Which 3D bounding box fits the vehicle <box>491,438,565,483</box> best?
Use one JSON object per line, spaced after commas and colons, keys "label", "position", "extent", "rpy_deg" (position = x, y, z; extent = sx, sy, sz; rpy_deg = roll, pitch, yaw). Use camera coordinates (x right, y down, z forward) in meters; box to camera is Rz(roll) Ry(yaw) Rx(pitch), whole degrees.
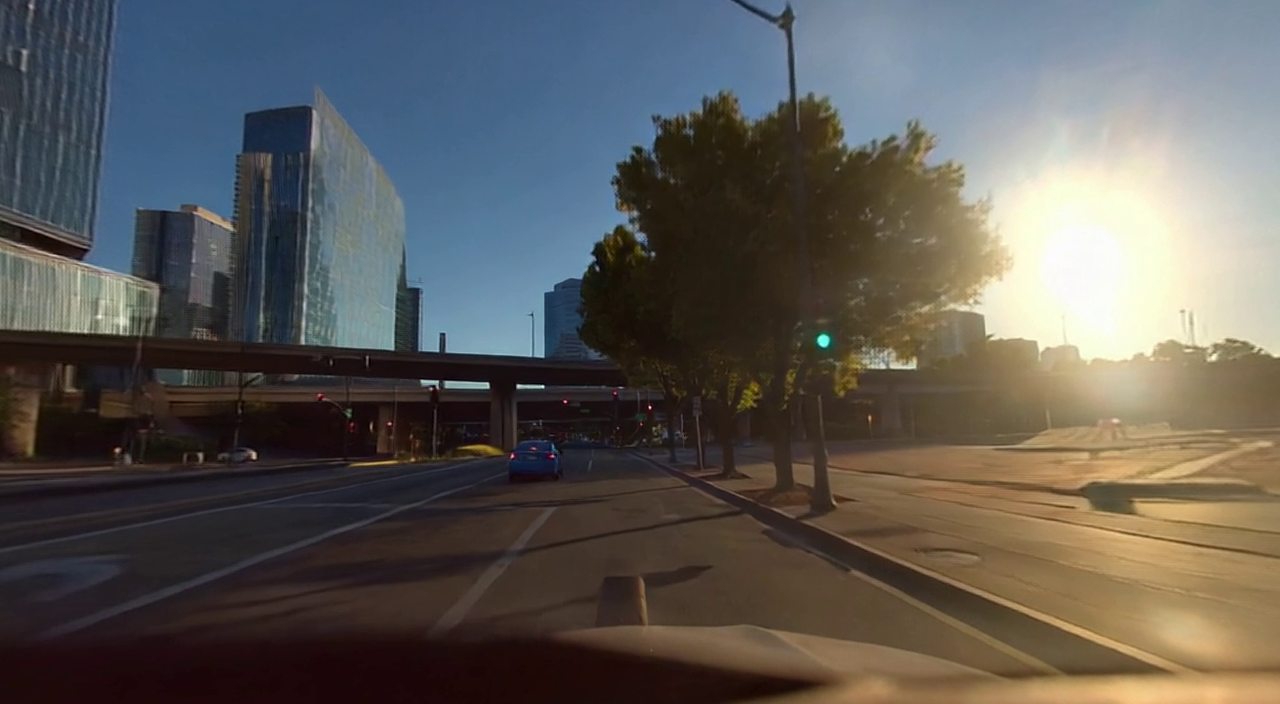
{"label": "vehicle", "position": [-4.018, 3.965, 23.429], "extent": [2.154, 1.465, 4.532], "rpy_deg": [0, -8, -3]}
